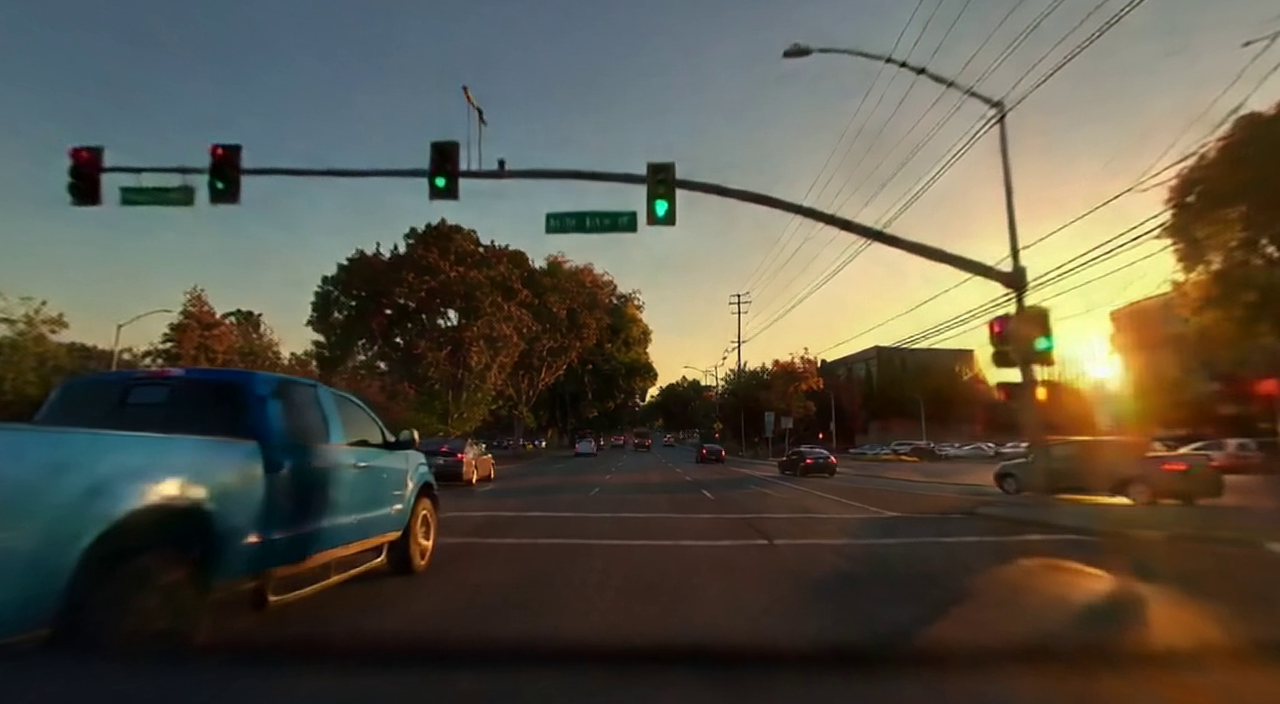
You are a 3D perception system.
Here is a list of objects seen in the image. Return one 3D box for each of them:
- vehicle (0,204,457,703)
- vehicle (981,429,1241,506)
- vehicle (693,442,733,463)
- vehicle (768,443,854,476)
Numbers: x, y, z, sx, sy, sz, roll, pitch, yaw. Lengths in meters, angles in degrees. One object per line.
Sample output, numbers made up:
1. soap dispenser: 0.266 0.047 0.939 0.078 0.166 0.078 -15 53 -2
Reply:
1. vehicle: -3.117 0.803 3.379 2.467 1.991 6.089 0 -8 0
2. vehicle: 12.450 3.035 17.140 2.150 1.735 5.106 6 -10 -35
3. vehicle: 5.335 7.361 46.520 2.071 1.435 4.226 1 -8 -6
4. vehicle: 8.215 5.196 30.830 1.840 1.428 4.602 2 -9 -17
